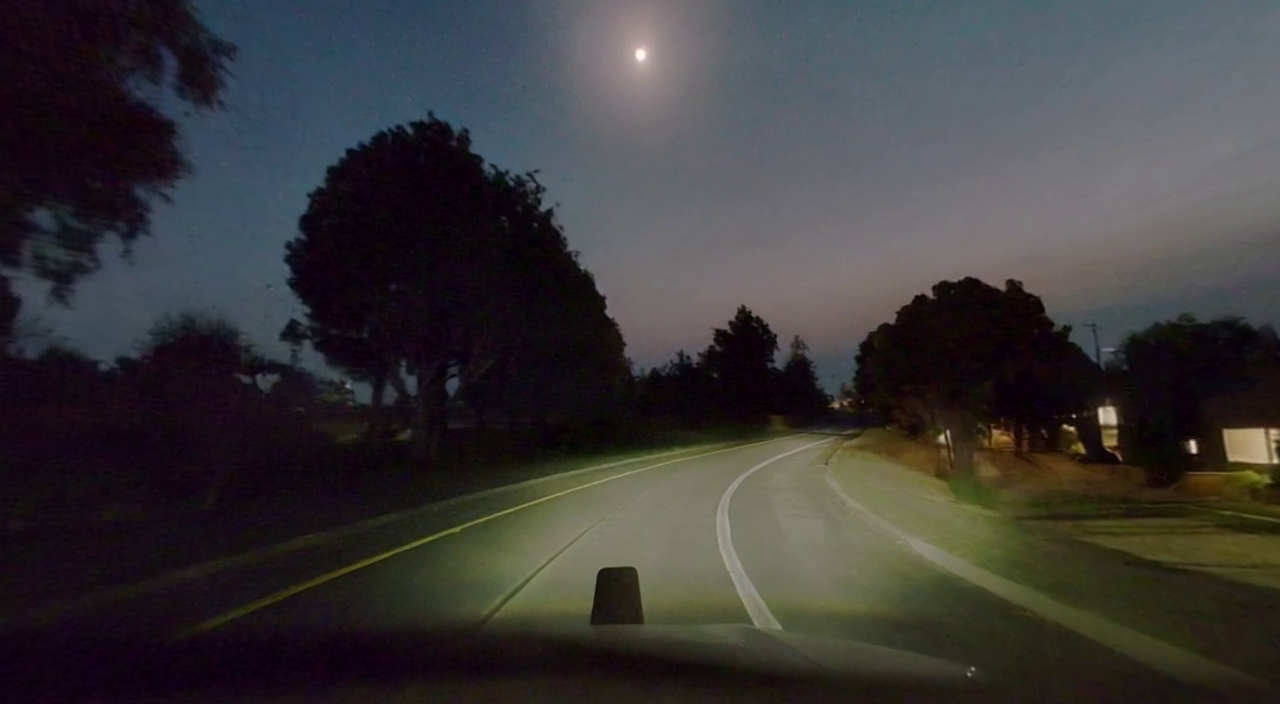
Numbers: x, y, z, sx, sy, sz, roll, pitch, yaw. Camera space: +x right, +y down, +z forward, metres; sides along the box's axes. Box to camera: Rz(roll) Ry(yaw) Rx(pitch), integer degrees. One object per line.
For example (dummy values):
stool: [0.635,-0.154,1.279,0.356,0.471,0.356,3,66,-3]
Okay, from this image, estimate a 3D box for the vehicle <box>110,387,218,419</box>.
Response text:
vehicle: [-34.696,3.789,46.071,2.424,2.051,5.709,-6,-8,28]
